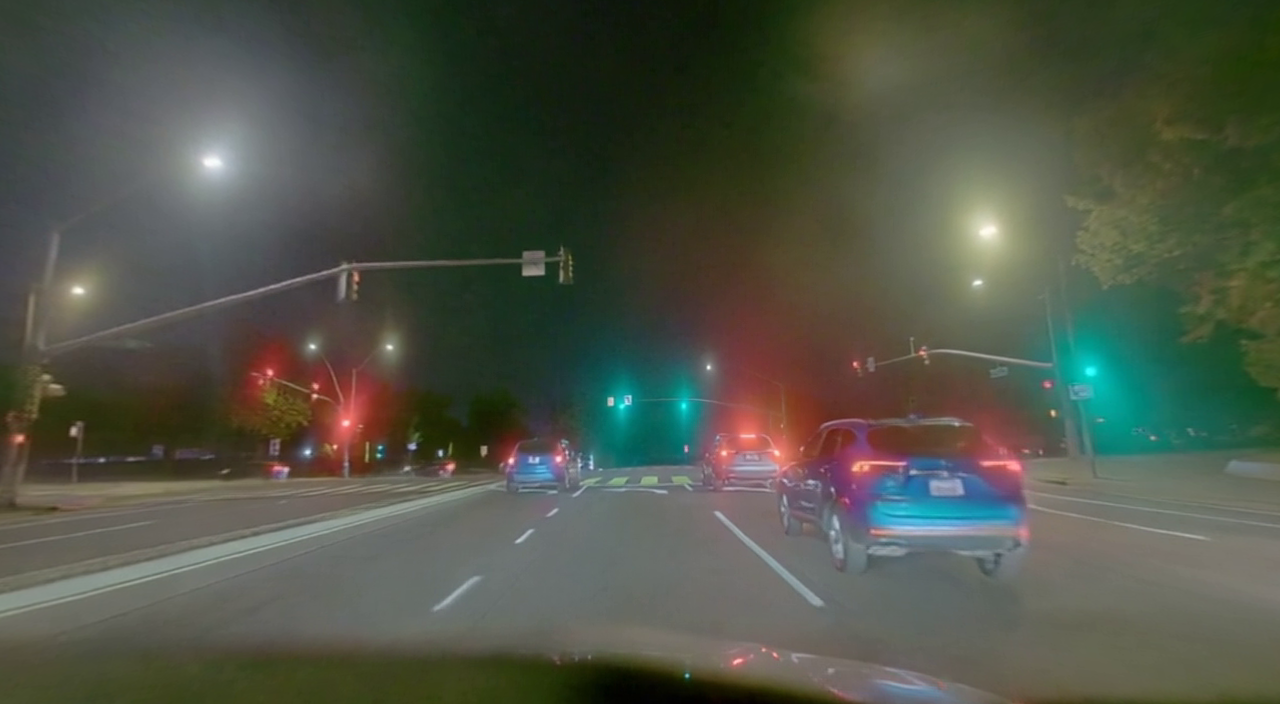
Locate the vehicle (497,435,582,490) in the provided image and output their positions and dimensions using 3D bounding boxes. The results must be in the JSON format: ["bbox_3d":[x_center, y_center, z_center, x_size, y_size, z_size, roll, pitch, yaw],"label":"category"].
[{"bbox_3d":[-3.006,3.392,19.714,1.969,1.513,3.773,0,-8,1],"label":"vehicle"}]

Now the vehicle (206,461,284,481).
[{"bbox_3d":[-30.642,9.237,49.089,4.817,1.482,1.829,0,-8,-2],"label":"vehicle"}]

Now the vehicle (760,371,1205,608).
[{"bbox_3d":[2.992,1.360,7.136,2.247,1.738,4.818,0,-8,-1],"label":"vehicle"}]

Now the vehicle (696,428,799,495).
[{"bbox_3d":[2.910,3.104,18.247,2.099,1.671,4.491,0,-8,-1],"label":"vehicle"}]
